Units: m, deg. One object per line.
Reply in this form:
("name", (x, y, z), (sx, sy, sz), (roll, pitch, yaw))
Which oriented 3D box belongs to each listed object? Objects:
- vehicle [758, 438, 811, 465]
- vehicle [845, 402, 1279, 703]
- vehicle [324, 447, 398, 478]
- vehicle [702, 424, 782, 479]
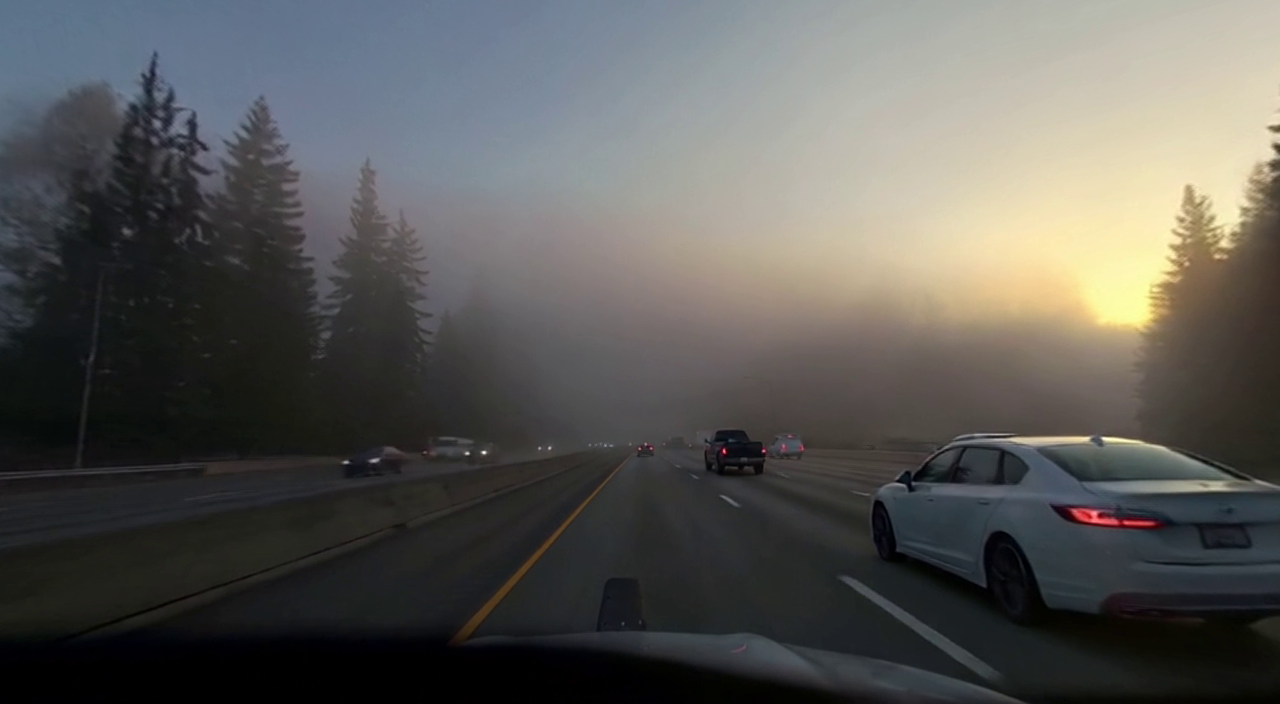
("vehicle", (8.532, 5.914, 37.541), (2.002, 1.500, 4.715), (0, -8, 0))
("vehicle", (3.344, 1.269, 4.834), (1.904, 1.453, 4.789), (0, -8, 0))
("vehicle", (-14.804, 5.841, 33.587), (1.867, 1.465, 4.482), (-1, -8, 1))
("vehicle", (3.821, 3.865, 24.641), (2.206, 1.902, 5.460), (0, -8, 0))
